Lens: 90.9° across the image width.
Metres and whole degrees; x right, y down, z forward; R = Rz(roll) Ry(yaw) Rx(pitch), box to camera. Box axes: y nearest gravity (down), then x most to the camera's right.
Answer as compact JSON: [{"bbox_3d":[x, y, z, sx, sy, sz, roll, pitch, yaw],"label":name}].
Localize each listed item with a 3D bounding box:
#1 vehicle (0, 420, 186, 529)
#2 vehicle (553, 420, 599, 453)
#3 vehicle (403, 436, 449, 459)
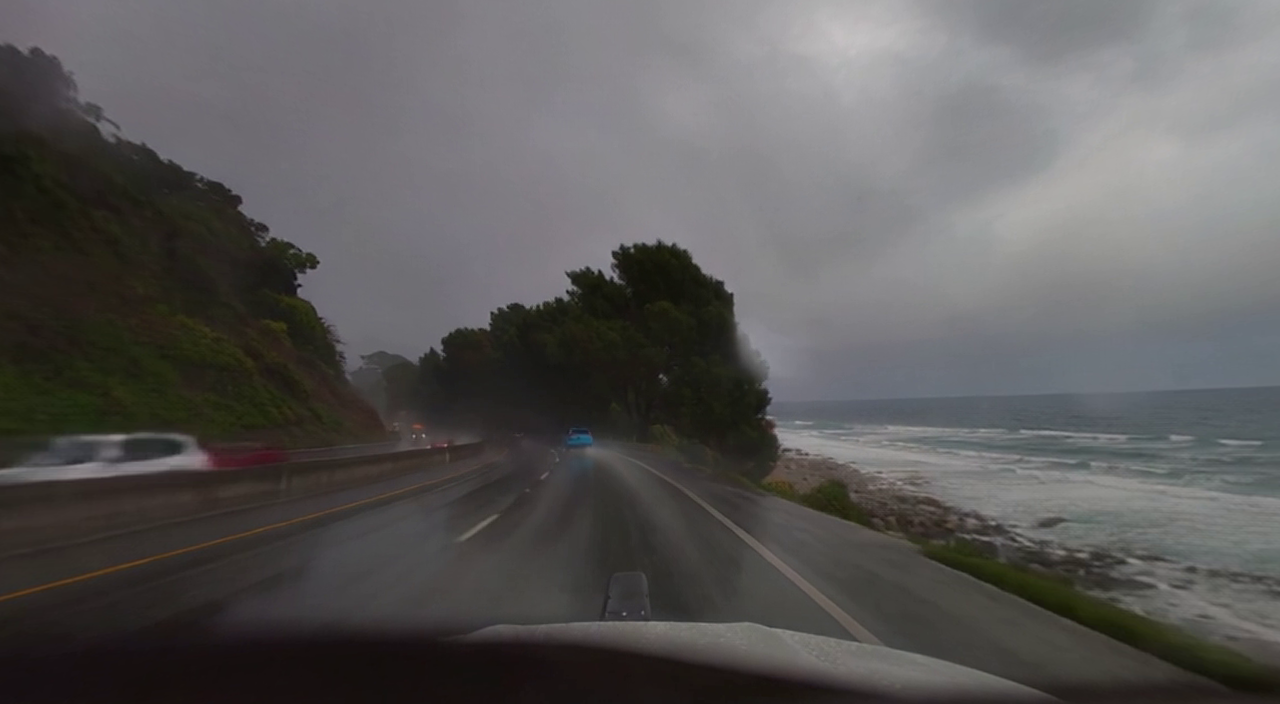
[{"bbox_3d":[-10.757,2.126,11.359,2.192,1.617,4.082,0,-9,-3],"label":"vehicle"},{"bbox_3d":[-4.542,5.920,43.853,2.632,2.162,5.529,1,-9,-11],"label":"vehicle"},{"bbox_3d":[-14.603,6.547,43.271,2.287,1.438,4.244,1,-9,-9],"label":"vehicle"}]
